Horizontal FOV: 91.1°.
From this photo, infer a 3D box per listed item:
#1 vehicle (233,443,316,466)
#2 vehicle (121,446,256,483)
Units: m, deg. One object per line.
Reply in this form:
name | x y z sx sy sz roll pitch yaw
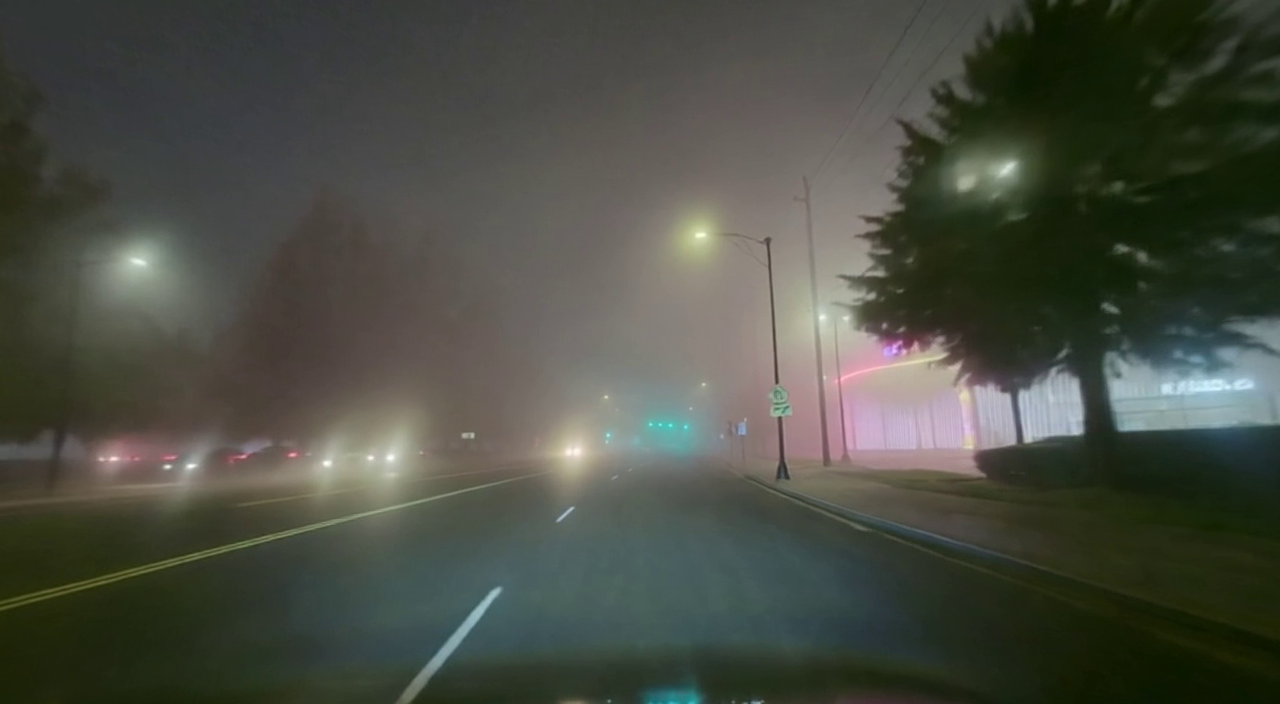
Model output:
vehicle | -26.327 7.379 45.255 4.816 1.655 1.928 -1 -9 4
vehicle | -20.579 5.108 28.713 4.783 1.579 2.157 -1 -9 9
